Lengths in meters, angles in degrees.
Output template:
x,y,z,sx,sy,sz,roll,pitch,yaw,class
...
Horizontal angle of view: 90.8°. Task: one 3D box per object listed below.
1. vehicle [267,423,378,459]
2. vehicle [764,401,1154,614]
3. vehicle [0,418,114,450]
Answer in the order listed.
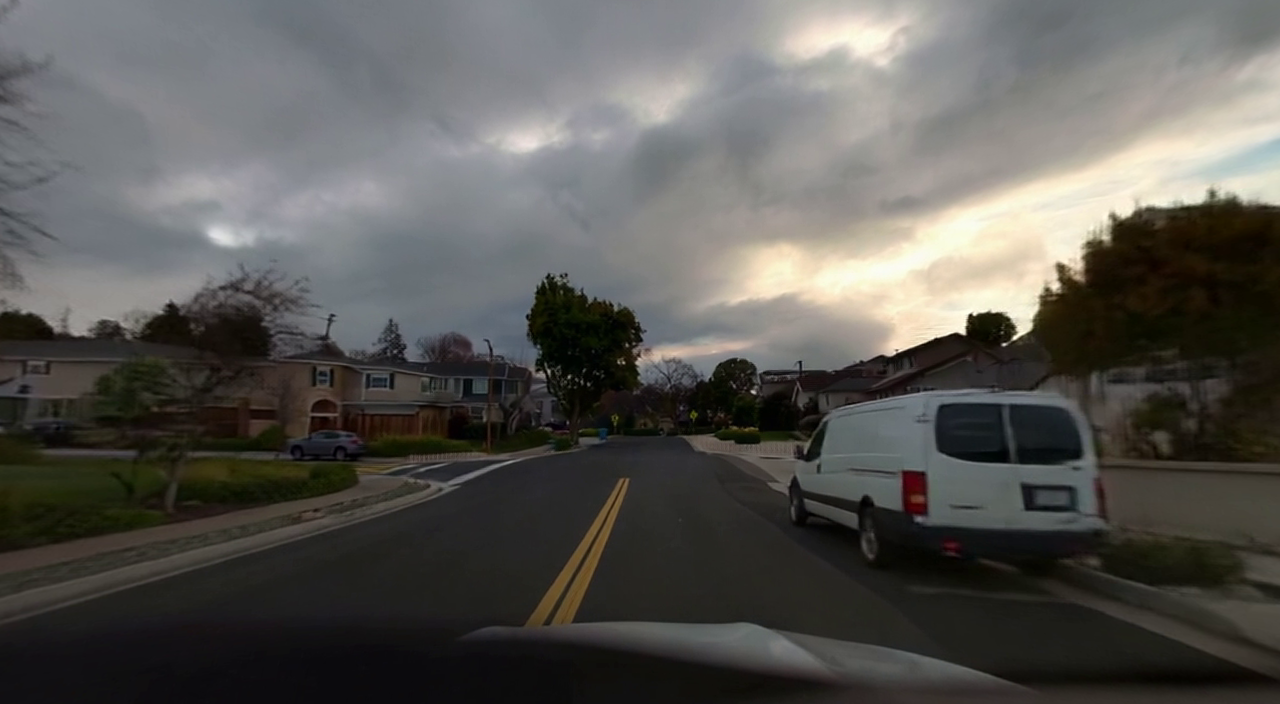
x,y,z,sx,sy,sz,roll,pitch,yaw,class
-16.818,4.777,33.683,4.722,1.730,2.109,0,-11,3,vehicle
3.096,1.629,7.853,2.074,1.646,5.457,1,-8,1,vehicle
-31.382,4.434,33.915,4.562,1.613,1.979,0,-10,3,vehicle
